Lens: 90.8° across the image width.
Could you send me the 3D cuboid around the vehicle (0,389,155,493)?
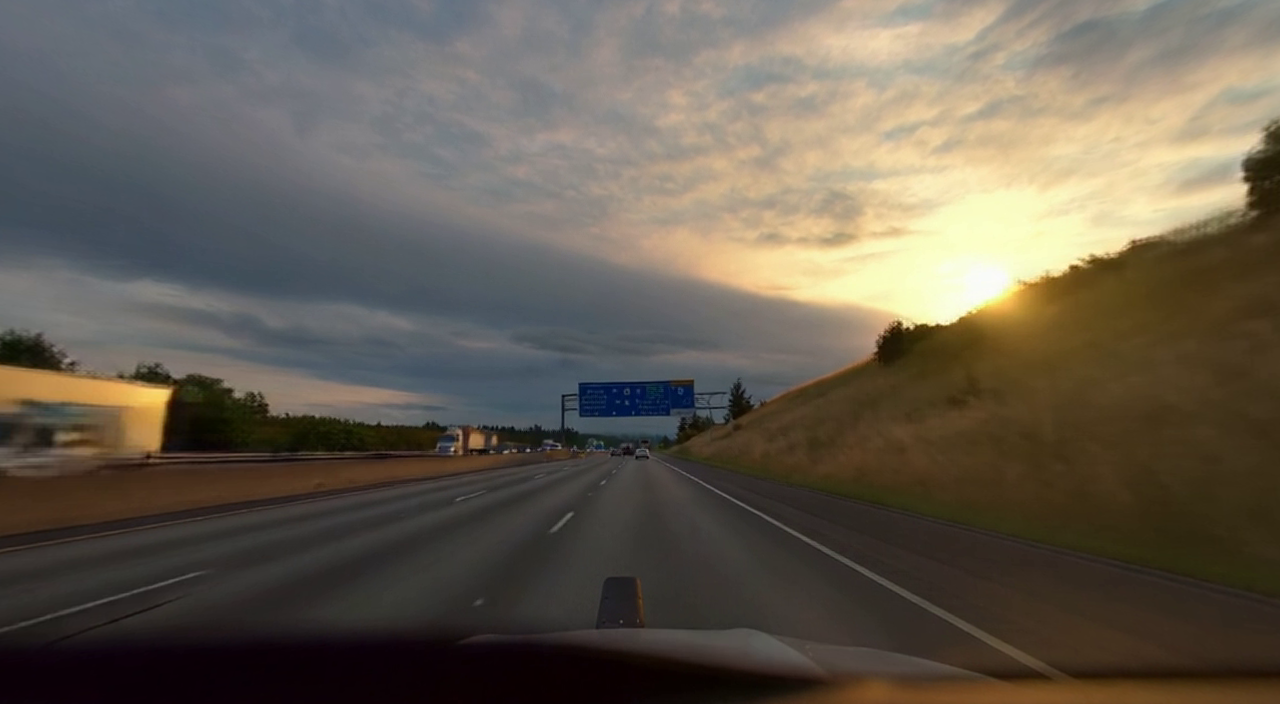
[{"bbox_3d":[-18.197,2.643,18.451,2.450,2.732,6.851,0,-9,0],"label":"vehicle"}]
